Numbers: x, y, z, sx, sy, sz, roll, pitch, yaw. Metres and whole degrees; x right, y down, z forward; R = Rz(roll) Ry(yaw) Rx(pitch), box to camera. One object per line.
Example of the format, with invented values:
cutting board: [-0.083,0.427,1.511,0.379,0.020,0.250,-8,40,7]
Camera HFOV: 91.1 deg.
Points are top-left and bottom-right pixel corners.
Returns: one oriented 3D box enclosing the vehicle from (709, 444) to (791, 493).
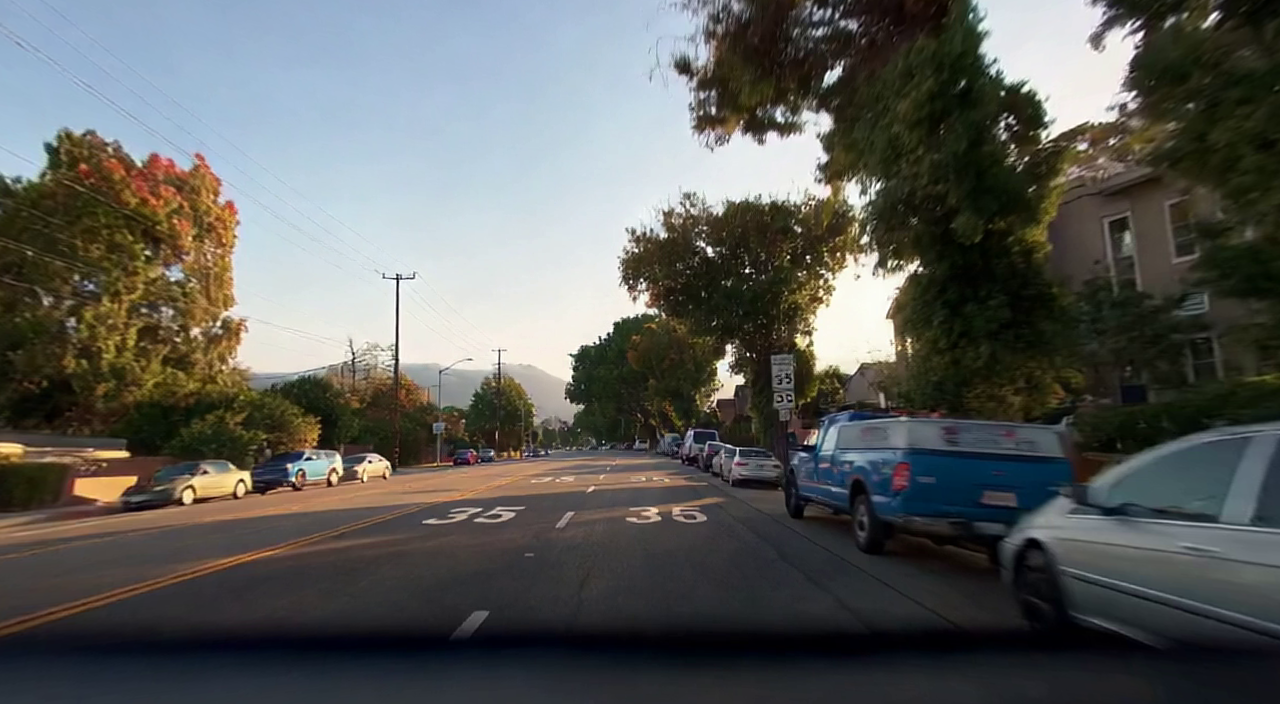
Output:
vehicle: [3.482,3.758,20.676,1.827,1.422,4.340,0,-8,-1]

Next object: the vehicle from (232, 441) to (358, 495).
vehicle: [-13.083,4.384,24.258,2.128,1.854,4.943,0,-8,-2]

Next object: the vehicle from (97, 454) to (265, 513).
vehicle: [-13.287,3.791,18.583,1.774,1.435,4.309,0,-8,-1]

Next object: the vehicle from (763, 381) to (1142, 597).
vehicle: [3.421,1.668,8.626,2.278,1.976,5.589,0,-8,-1]

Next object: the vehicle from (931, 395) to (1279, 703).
vehicle: [3.296,0.952,2.381,1.916,1.541,5.456,0,-8,2]
